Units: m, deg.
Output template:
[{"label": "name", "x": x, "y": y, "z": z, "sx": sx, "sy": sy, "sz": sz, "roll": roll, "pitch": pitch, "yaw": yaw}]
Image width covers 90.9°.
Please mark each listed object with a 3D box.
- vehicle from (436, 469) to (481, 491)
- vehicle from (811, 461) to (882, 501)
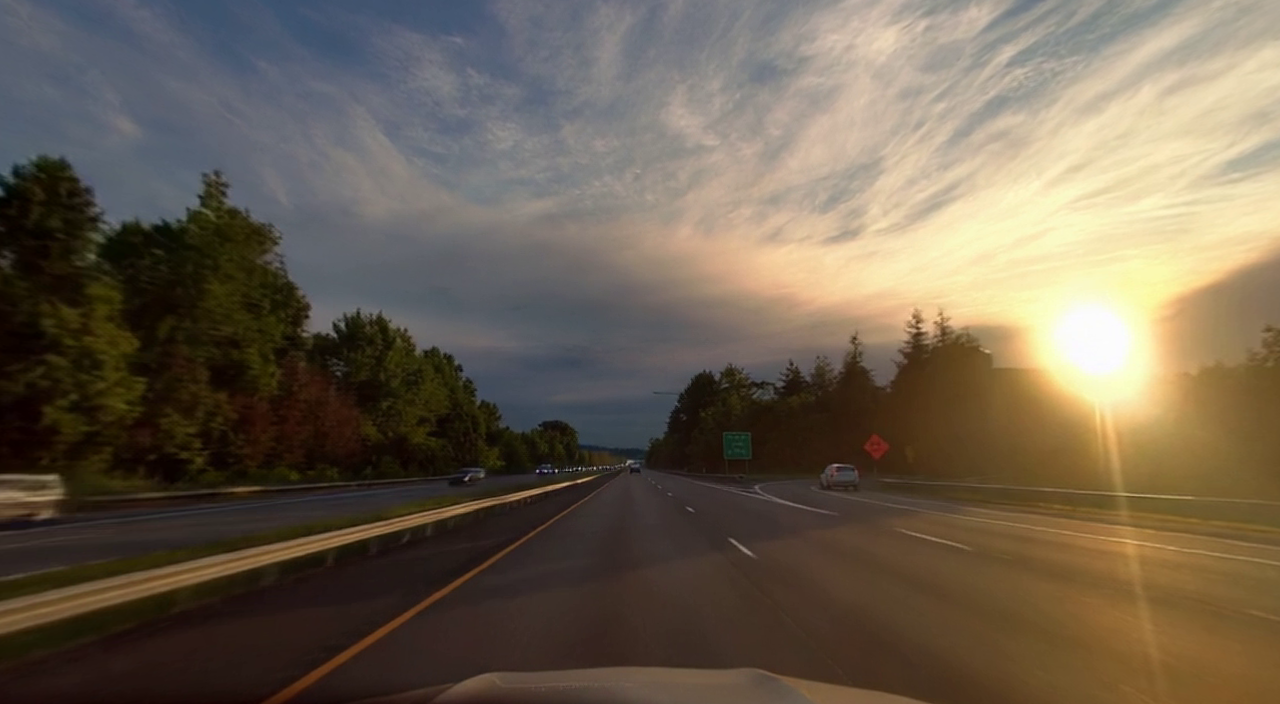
[{"label": "vehicle", "x": -13.198, "y": 9.340, "z": 46.182, "sx": 1.956, "sy": 1.478, "sz": 4.565, "roll": 1, "pitch": -10, "yaw": 0}, {"label": "vehicle", "x": 9.066, "y": 5.707, "z": 28.089, "sx": 1.951, "sy": 1.566, "sz": 4.616, "roll": 0, "pitch": -10, "yaw": 5}]
